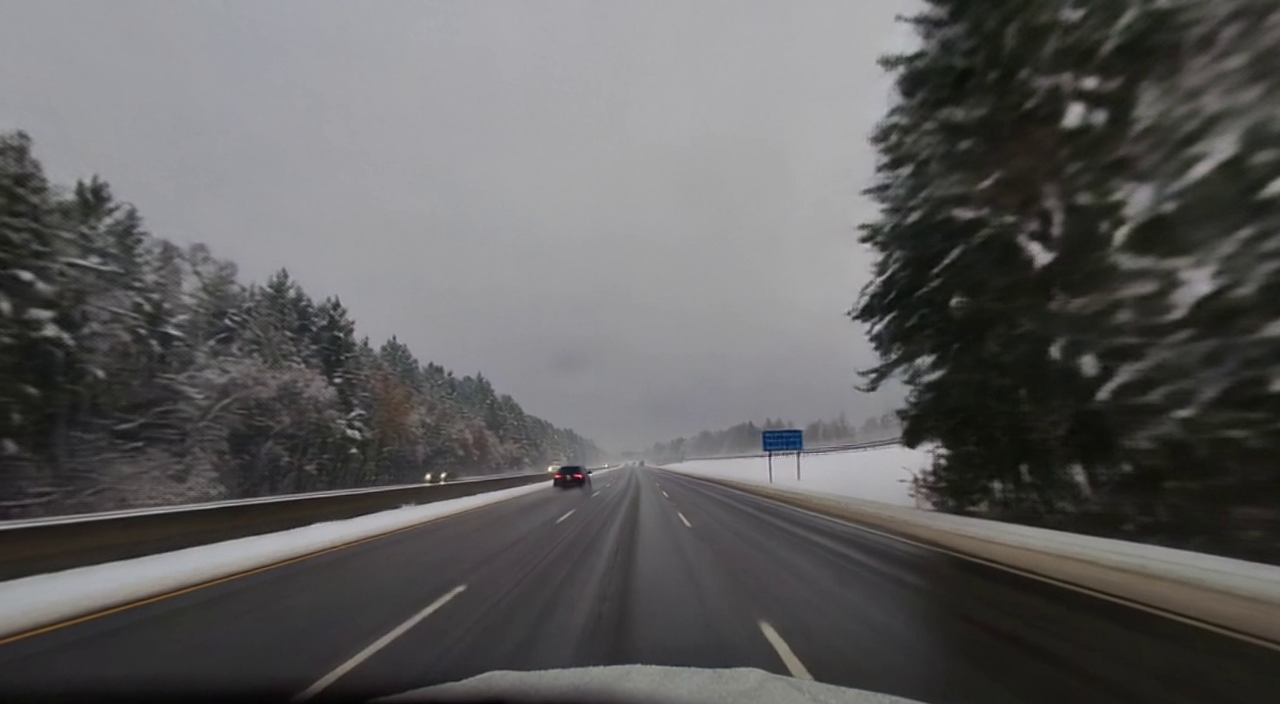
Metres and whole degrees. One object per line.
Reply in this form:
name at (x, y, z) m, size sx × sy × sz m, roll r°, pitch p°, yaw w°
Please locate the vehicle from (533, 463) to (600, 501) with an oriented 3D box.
vehicle at (-2.975, 5.418, 26.513) m, size 2.183 × 1.435 × 4.653 m, roll 0°, pitch -10°, yaw 1°
